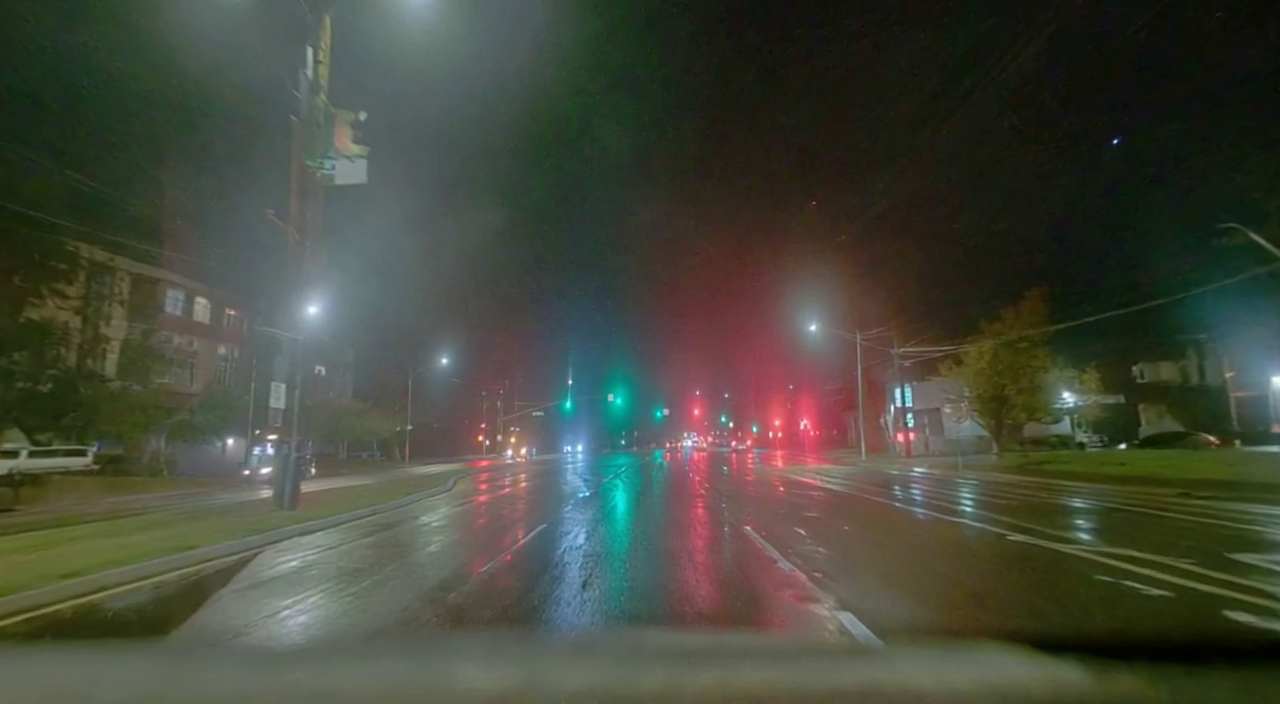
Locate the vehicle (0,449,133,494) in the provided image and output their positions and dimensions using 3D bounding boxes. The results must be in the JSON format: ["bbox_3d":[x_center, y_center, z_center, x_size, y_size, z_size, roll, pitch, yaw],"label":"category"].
[{"bbox_3d":[-25.576,5.185,27.860,1.962,1.776,4.701,-1,-8,8],"label":"vehicle"}]

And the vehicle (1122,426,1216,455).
[{"bbox_3d":[28.069,4.706,33.601,1.864,1.431,3.703,-1,-8,4],"label":"vehicle"}]

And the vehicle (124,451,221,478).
[{"bbox_3d":[-30.219,7.309,40.871,4.585,1.636,2.000,0,-10,-2],"label":"vehicle"}]

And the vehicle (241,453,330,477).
[{"bbox_3d":[-23.038,7.326,41.071,4.606,1.458,1.837,1,-8,-5],"label":"vehicle"}]
